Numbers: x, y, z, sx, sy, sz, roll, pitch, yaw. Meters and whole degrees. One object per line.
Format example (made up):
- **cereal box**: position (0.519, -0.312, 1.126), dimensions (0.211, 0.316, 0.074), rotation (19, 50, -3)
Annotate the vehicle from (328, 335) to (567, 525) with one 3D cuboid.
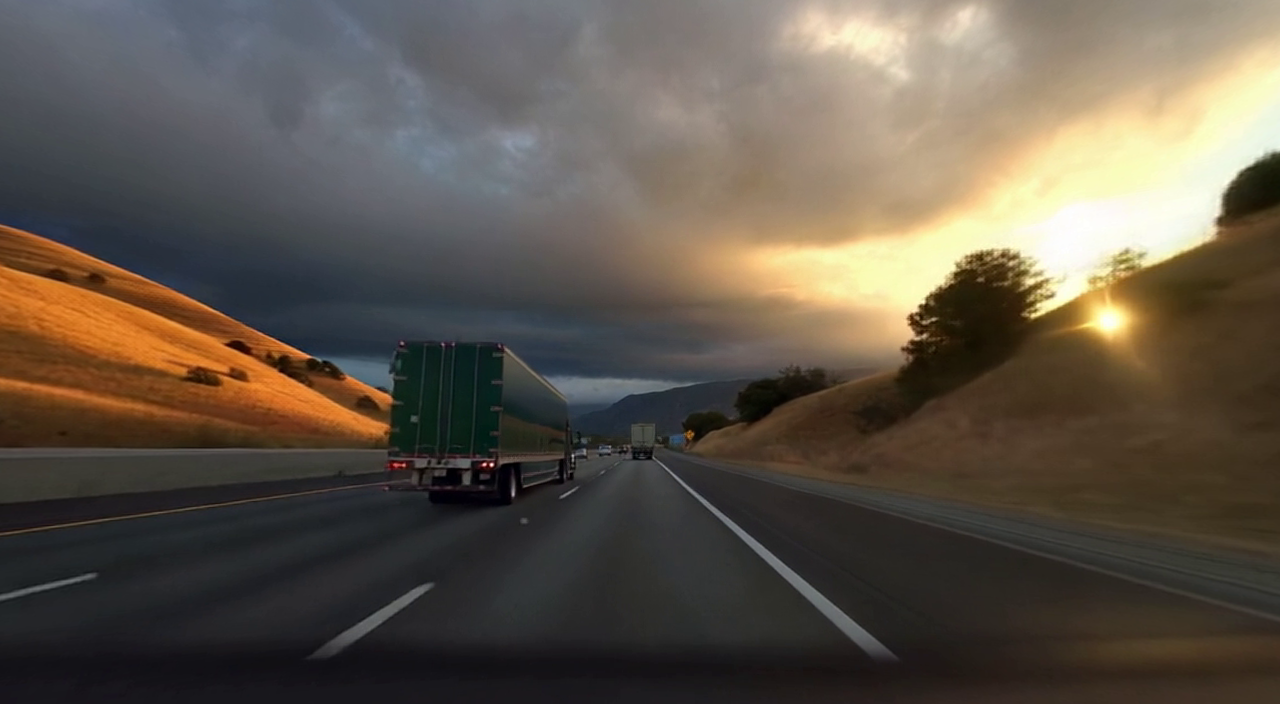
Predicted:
- **vehicle**: position (-3.932, 2.138, 16.374), dimensions (2.789, 3.271, 10.894), rotation (0, -9, 0)
